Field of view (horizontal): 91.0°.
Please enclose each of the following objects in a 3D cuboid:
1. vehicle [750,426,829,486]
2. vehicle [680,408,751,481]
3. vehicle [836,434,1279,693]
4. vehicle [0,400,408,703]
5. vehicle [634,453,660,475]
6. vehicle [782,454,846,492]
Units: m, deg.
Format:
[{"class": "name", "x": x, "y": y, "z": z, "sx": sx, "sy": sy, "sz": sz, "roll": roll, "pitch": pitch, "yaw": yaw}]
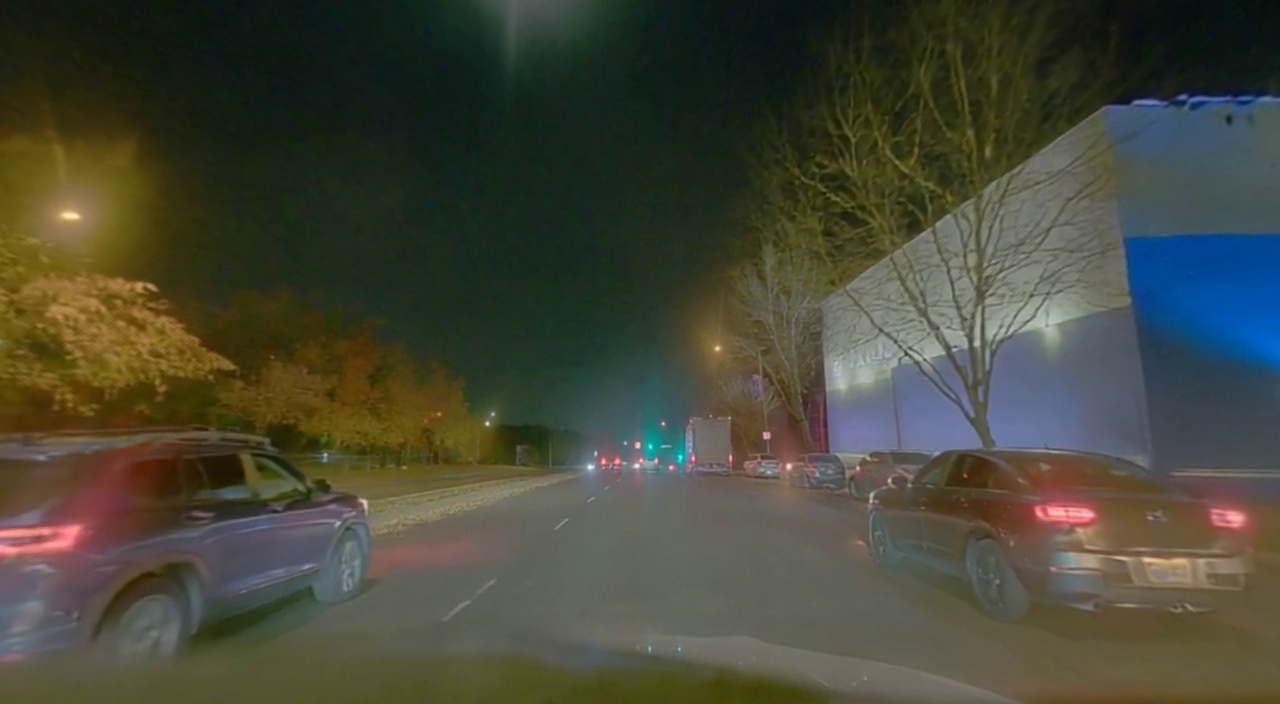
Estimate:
[{"class": "vehicle", "x": 7.325, "y": 5.182, "z": 31.502, "sx": 2.483, "sy": 2.707, "sz": 5.496, "roll": 0, "pitch": -9, "yaw": -1}, {"class": "vehicle", "x": 4.165, "y": 5.521, "z": 37.405, "sx": 3.003, "sy": 3.680, "sz": 10.684, "roll": 0, "pitch": -9, "yaw": 1}, {"class": "vehicle", "x": 3.699, "y": 1.588, "z": 6.139, "sx": 1.915, "sy": 1.449, "sz": 4.970, "roll": 0, "pitch": -9, "yaw": -1}, {"class": "vehicle", "x": -3.496, "y": 1.295, "z": 4.669, "sx": 1.751, "sy": 1.540, "sz": 4.481, "roll": 0, "pitch": -9, "yaw": 1}, {"class": "vehicle", "x": 0.546, "y": 8.376, "z": 47.337, "sx": 1.846, "sy": 1.528, "sz": 4.348, "roll": 0, "pitch": -9, "yaw": 1}, {"class": "vehicle", "x": 7.294, "y": 5.080, "z": 26.636, "sx": 1.902, "sy": 1.430, "sz": 3.041, "roll": -1, "pitch": -9, "yaw": 2}]
